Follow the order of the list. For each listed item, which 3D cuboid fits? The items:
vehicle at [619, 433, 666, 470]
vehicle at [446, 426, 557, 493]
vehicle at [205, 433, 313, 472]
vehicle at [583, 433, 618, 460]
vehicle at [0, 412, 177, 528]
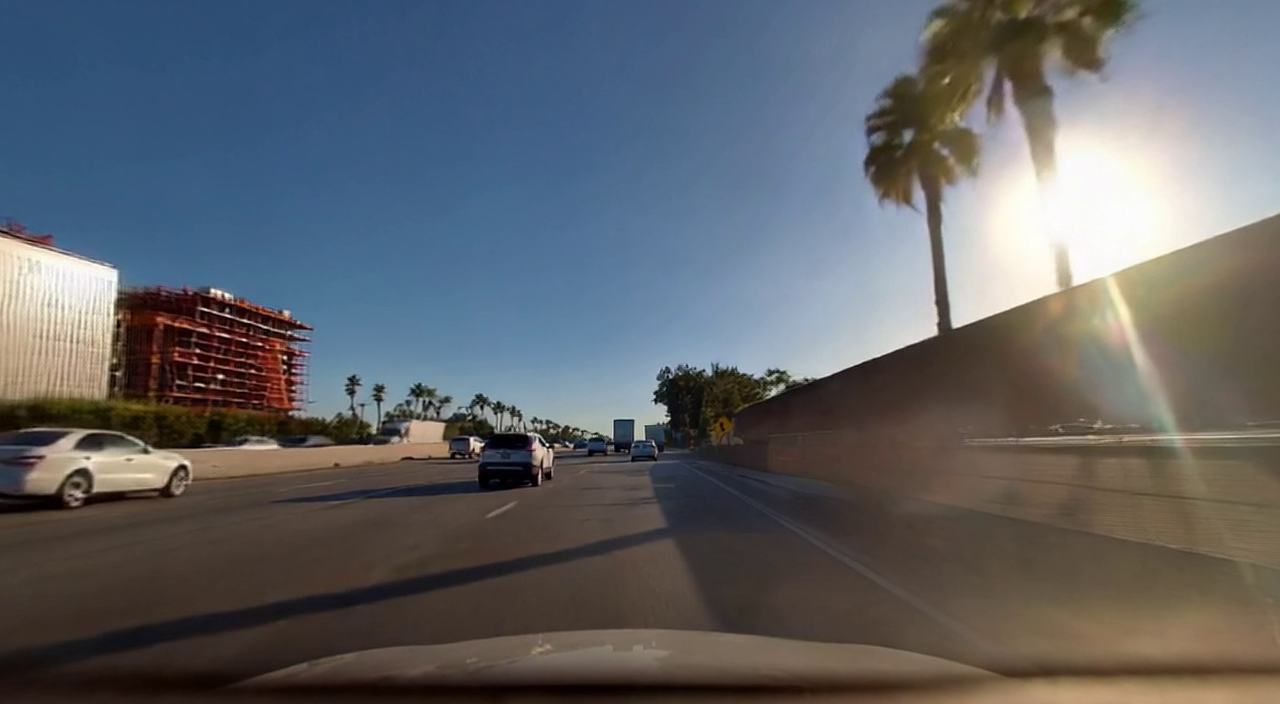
[{"bbox_3d":[0.177,4.850,31.042,2.136,1.678,4.052,-1,-8,2],"label":"vehicle"},{"bbox_3d":[-3.941,3.147,18.862,2.108,1.740,4.549,-1,-8,2],"label":"vehicle"},{"bbox_3d":[-17.456,4.599,29.215,2.045,1.637,4.560,-1,-8,2],"label":"vehicle"},{"bbox_3d":[-3.042,7.356,49.317,2.203,1.958,4.848,-1,-8,3],"label":"vehicle"},{"bbox_3d":[-11.070,2.054,11.276,2.007,1.815,4.558,-1,-8,1],"label":"vehicle"}]
